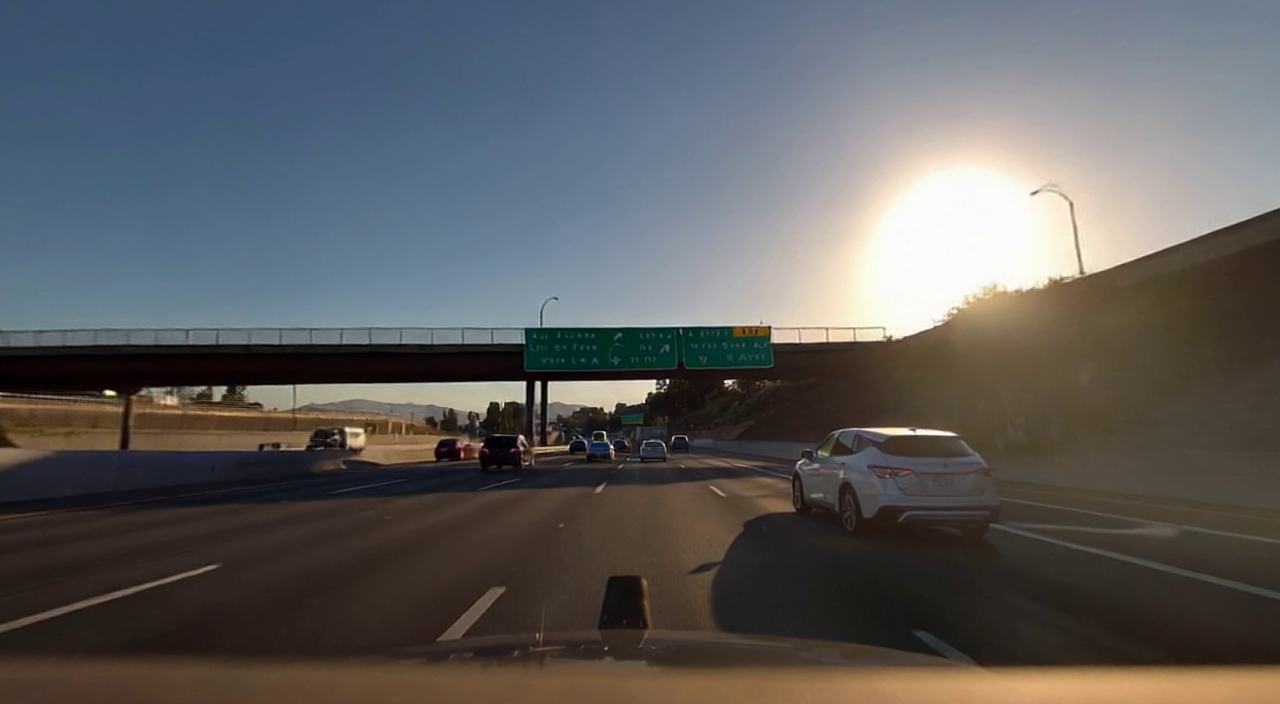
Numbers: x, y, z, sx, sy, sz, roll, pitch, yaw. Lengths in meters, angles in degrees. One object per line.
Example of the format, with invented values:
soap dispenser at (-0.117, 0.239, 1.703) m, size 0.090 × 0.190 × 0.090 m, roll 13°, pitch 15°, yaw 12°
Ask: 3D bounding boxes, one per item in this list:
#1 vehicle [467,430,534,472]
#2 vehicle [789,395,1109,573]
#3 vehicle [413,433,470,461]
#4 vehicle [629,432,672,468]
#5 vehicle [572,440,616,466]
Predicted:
vehicle at (-6.028, 4.329, 27.727) m, size 1.946 × 1.688 × 4.019 m, roll 0°, pitch -8°, yaw 1°
vehicle at (3.731, 1.693, 8.860) m, size 2.083 × 1.823 × 4.627 m, roll 0°, pitch -8°, yaw 0°
vehicle at (-12.813, 6.199, 41.070) m, size 2.076 × 1.701 × 5.093 m, roll 0°, pitch -8°, yaw 0°
vehicle at (0.563, 5.094, 32.990) m, size 2.133 × 1.739 × 3.925 m, roll 0°, pitch -8°, yaw 1°
vehicle at (-2.585, 5.783, 36.405) m, size 2.205 × 1.406 × 4.286 m, roll 0°, pitch -8°, yaw 1°
